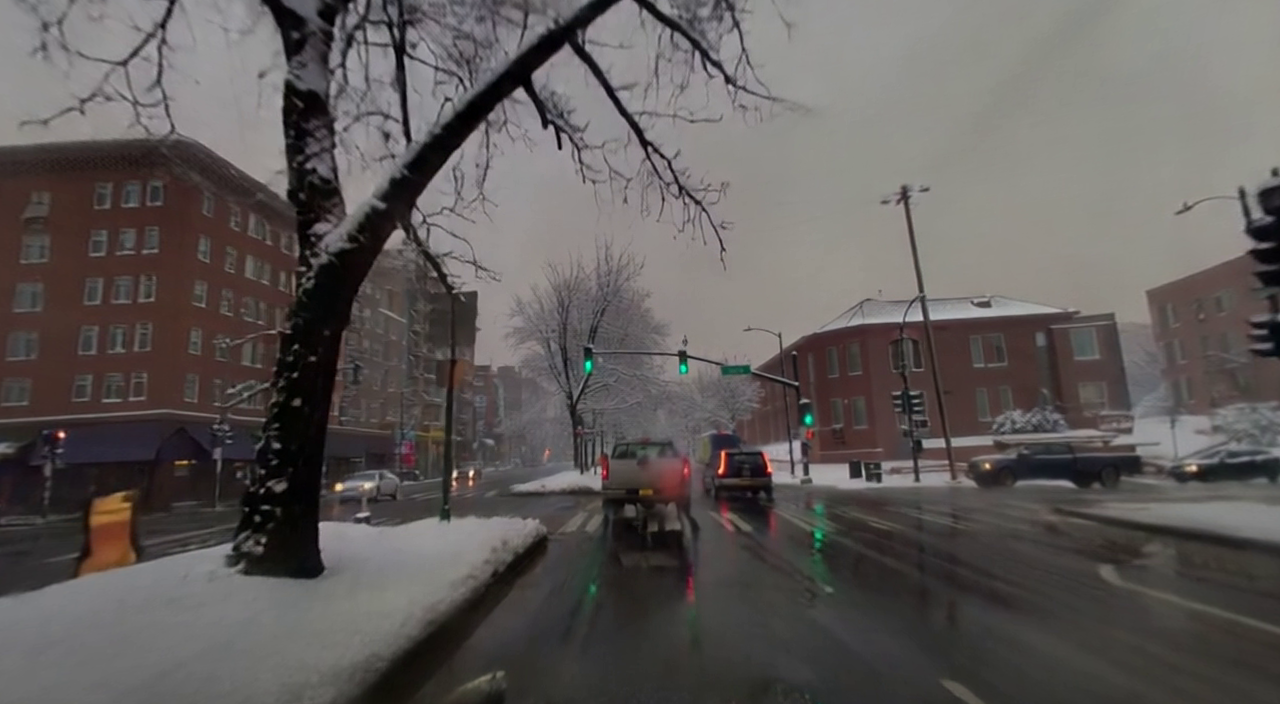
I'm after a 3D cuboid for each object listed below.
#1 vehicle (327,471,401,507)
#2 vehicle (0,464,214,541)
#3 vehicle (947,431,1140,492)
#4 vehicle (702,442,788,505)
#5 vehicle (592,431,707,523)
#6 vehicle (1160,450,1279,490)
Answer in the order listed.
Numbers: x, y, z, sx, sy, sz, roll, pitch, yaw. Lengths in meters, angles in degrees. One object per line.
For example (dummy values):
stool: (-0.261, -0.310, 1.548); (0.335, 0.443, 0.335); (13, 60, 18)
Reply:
vehicle: (-14.165, 7.045, 32.689); (1.856, 1.521, 4.309); (0, -9, 0)
vehicle: (-17.330, 4.838, 21.065); (2.185, 1.998, 5.820); (0, -9, -1)
vehicle: (14.031, 3.855, 22.272); (5.156, 2.005, 2.122); (-1, -9, 6)
vehicle: (3.220, 3.793, 20.149); (1.939, 1.746, 4.091); (0, -9, -2)
vehicle: (0.154, 2.734, 14.313); (2.209, 1.748, 4.130); (0, -9, -1)
vehicle: (23.071, 4.582, 24.679); (3.919, 1.446, 1.721); (0, -9, -2)
